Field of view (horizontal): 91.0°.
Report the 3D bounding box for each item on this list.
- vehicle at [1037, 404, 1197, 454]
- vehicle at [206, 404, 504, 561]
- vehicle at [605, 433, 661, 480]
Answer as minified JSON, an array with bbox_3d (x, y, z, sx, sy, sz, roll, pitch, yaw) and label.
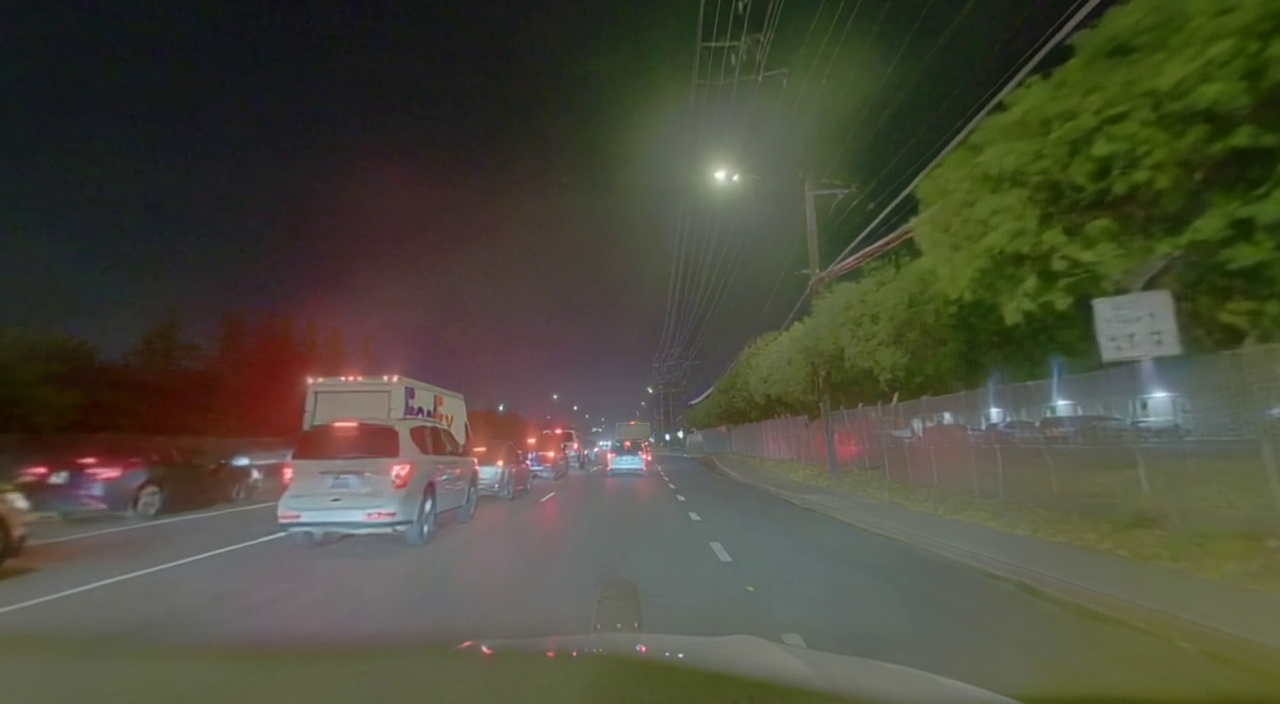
[{"bbox_3d":[32.683,5.337,43.291,8.848,3.271,2.774,0,-9,-5],"label":"vehicle"},{"bbox_3d":[-3.840,1.872,9.781,2.263,1.803,4.868,0,-8,1],"label":"vehicle"},{"bbox_3d":[-0.300,4.111,25.031,2.055,1.671,4.147,0,-8,-1],"label":"vehicle"}]
